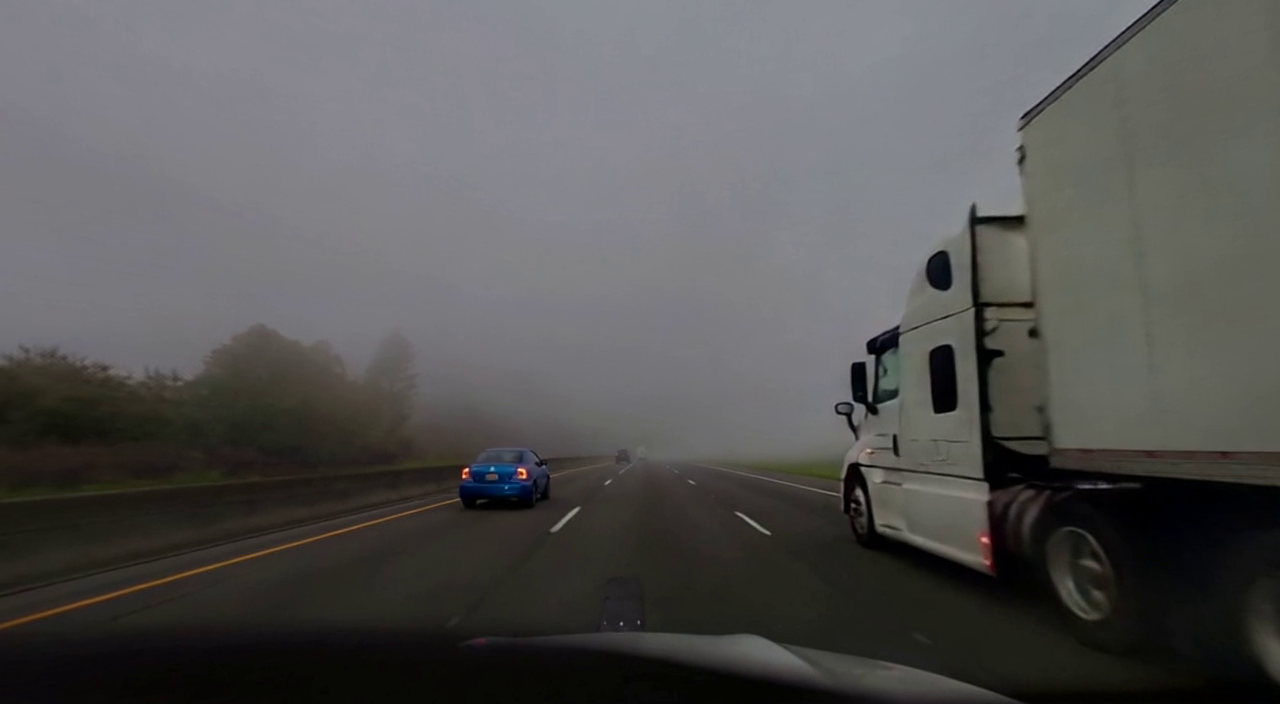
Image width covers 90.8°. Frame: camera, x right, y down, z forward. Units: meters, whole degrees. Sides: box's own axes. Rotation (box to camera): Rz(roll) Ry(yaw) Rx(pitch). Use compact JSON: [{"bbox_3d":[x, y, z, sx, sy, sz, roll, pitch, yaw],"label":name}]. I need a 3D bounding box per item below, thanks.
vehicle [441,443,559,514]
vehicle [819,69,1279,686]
[{"bbox_3d":[-3.367,3.122,16.075,1.945,1.537,4.294,0,-9,1],"label":"vehicle"},{"bbox_3d":[4.386,0.463,6.857,3.042,3.890,5.873,0,-9,0],"label":"vehicle"}]
